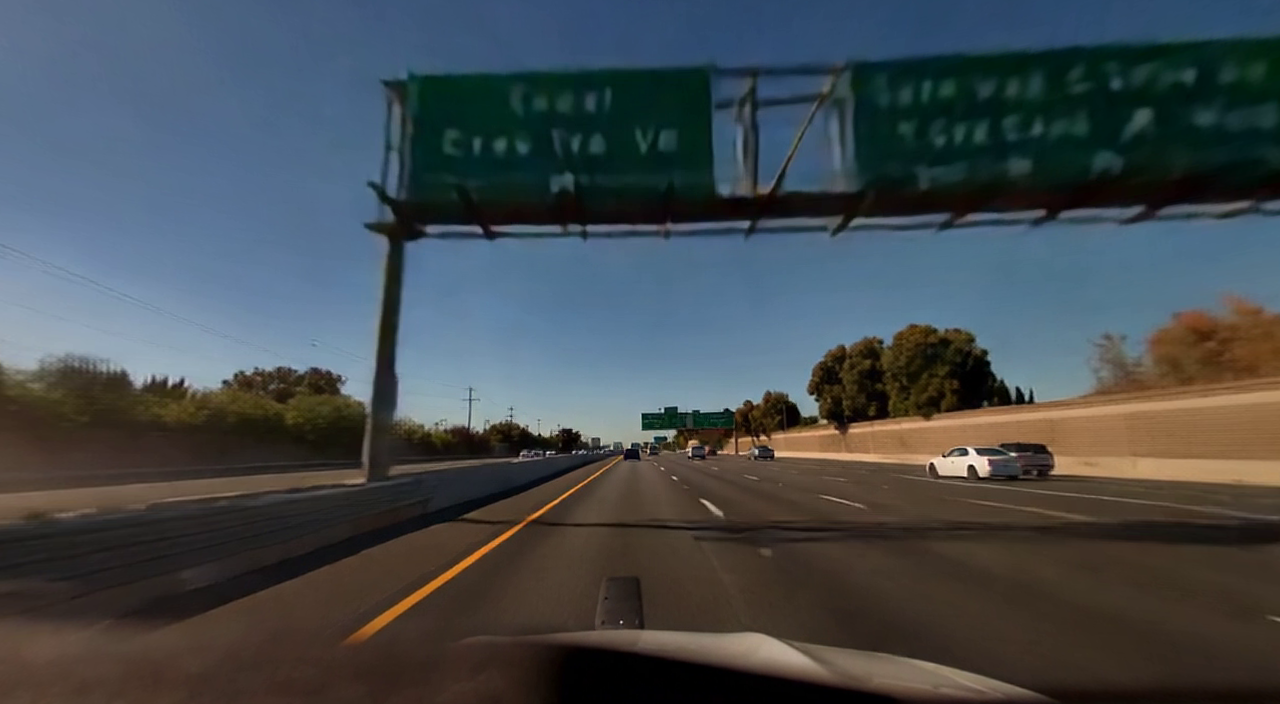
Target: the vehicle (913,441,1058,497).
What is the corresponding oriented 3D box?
[{"bbox_3d":[9.792,3.325,18.354,1.836,1.418,4.132,0,-9,0],"label":"vehicle"}]
